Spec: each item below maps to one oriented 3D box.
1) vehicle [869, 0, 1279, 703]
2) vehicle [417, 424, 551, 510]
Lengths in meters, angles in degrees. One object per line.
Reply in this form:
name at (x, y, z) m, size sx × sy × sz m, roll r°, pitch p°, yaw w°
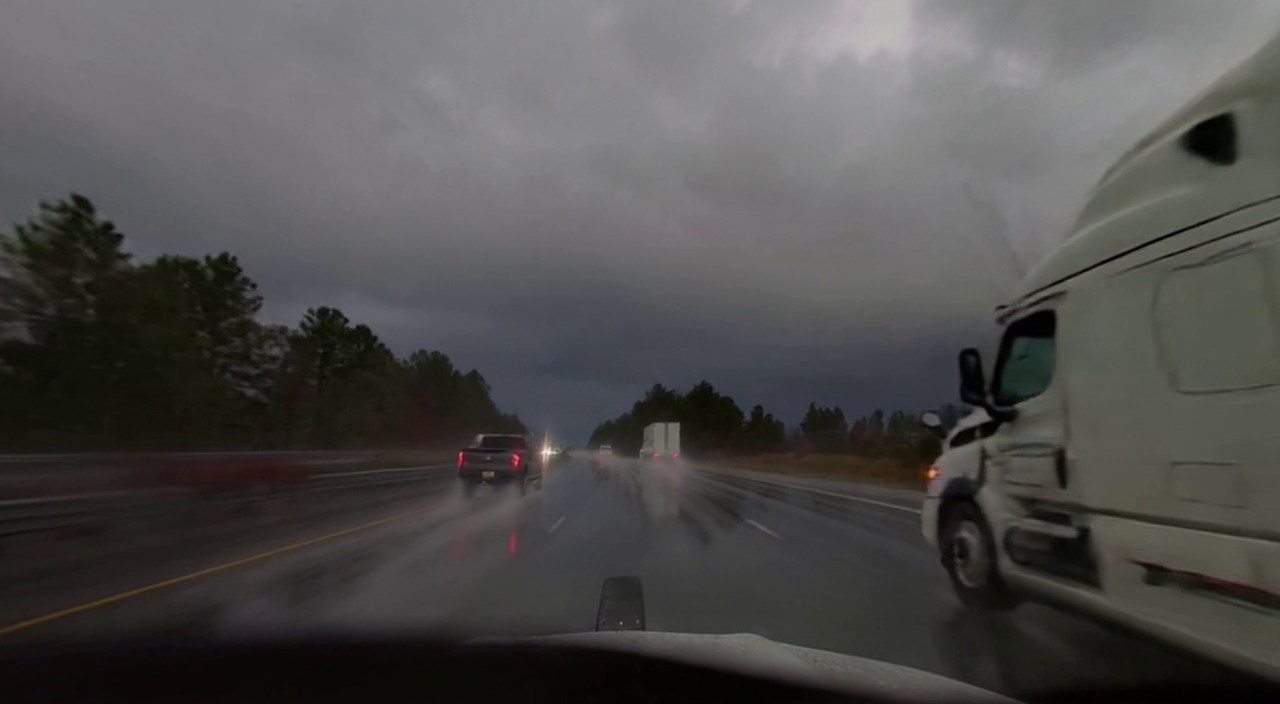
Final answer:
vehicle at (4.297, -0.235, 2.293) m, size 2.958 × 3.990 × 10.216 m, roll 0°, pitch -9°, yaw 0°
vehicle at (-3.918, 3.008, 16.945) m, size 2.337 × 1.942 × 4.984 m, roll 0°, pitch -9°, yaw -1°
